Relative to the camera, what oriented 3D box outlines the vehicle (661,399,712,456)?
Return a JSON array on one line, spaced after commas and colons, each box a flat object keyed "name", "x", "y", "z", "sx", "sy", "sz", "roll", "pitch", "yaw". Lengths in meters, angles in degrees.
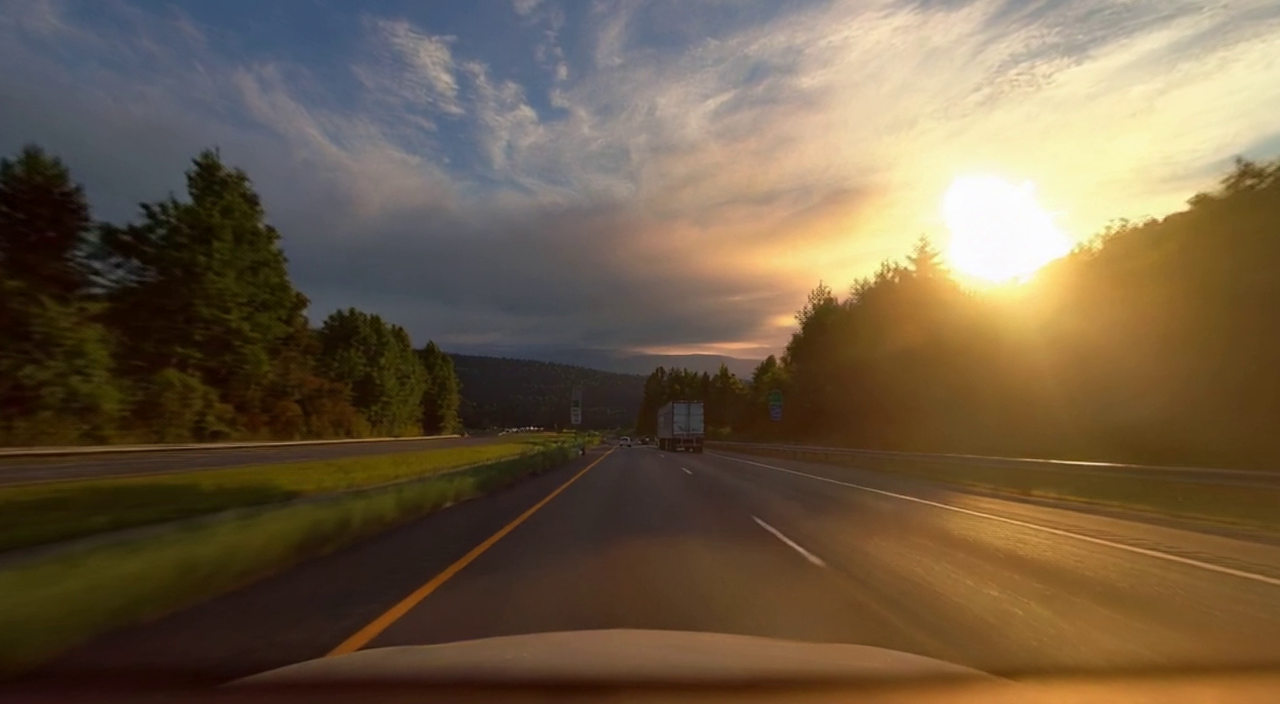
[{"name": "vehicle", "x": 3.442, "y": 5.994, "z": 49.294, "sx": 3.004, "sy": 3.952, "sz": 10.263, "roll": 0, "pitch": -8, "yaw": -1}]
